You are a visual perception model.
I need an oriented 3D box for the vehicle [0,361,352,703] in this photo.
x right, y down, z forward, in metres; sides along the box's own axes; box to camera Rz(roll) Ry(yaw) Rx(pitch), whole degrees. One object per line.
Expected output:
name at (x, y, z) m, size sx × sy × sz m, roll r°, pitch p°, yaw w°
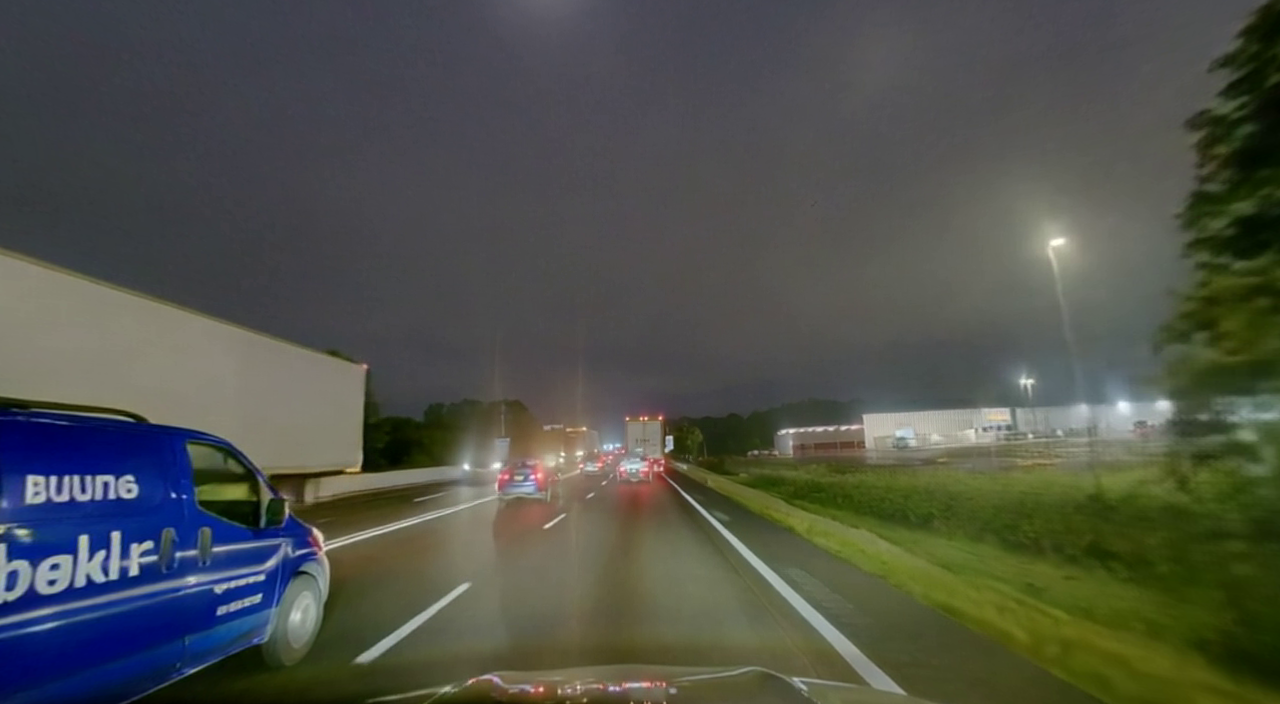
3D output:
vehicle at (-3.314, 0.948, 2.583) m, size 2.117 × 1.688 × 4.582 m, roll 0°, pitch -9°, yaw 0°

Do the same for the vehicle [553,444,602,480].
vehicle at (-3.099, 5.550, 32.031) m, size 1.994 × 1.663 × 4.047 m, roll -1°, pitch -9°, yaw 1°

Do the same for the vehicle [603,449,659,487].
vehicle at (-0.331, 4.635, 25.554) m, size 2.095 × 1.393 × 3.908 m, roll 0°, pitch -9°, yaw 0°

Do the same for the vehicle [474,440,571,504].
vehicle at (-3.204, 3.349, 18.086) m, size 1.937 × 1.600 × 4.141 m, roll -1°, pitch -9°, yaw 1°
